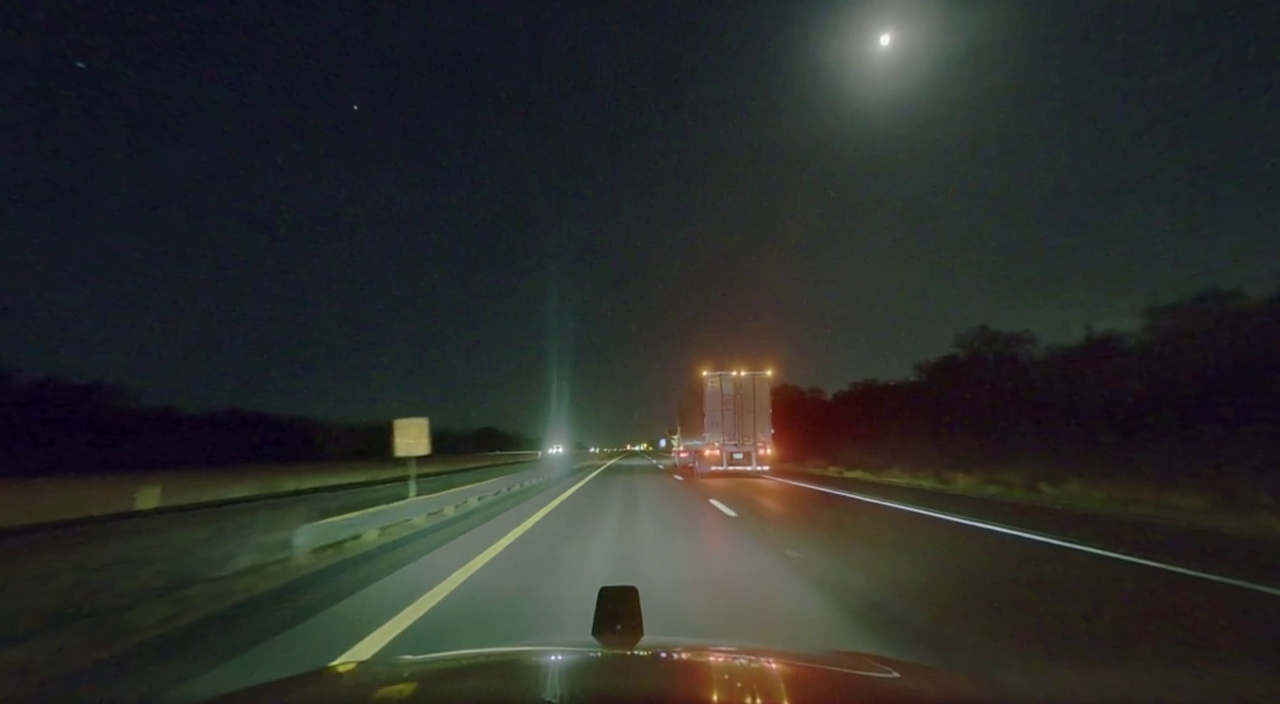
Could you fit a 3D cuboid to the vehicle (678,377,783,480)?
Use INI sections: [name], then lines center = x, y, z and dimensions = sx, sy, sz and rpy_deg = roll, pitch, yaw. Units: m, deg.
[vehicle]
center = 3.882, 3.989, 31.138
dimensions = 2.922, 3.905, 14.151
rpy_deg = 0, -9, -1
